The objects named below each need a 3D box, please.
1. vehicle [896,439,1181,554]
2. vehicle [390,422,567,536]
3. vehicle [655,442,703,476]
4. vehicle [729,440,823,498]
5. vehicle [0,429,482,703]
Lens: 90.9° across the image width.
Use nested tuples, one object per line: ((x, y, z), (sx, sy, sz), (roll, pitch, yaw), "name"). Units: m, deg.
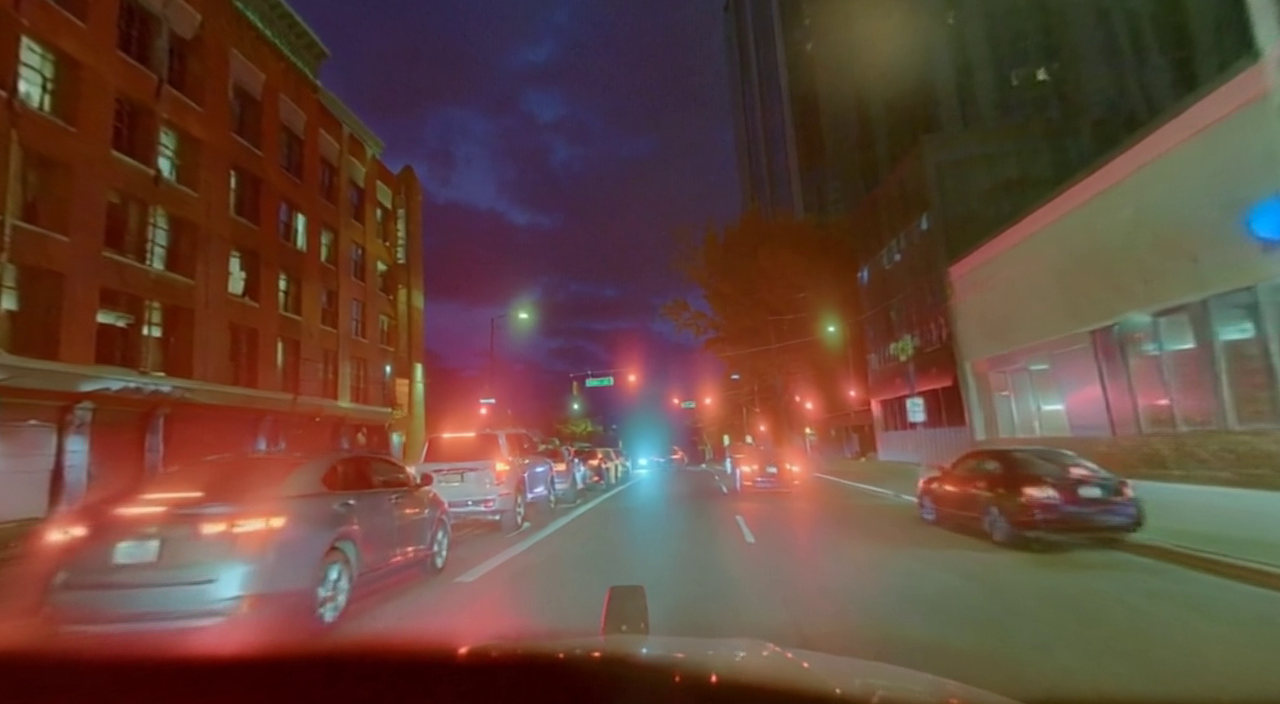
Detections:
((6.039, 2.186, 10.403), (1.956, 1.446, 4.537), (-1, -8, 4), "vehicle")
((-2.867, 2.362, 12.367), (2.043, 1.819, 4.294), (-1, -8, 4), "vehicle")
((1.909, 5.062, 30.087), (2.102, 1.521, 4.078), (-1, -8, 5), "vehicle")
((3.823, 3.341, 18.499), (2.150, 1.464, 4.467), (-1, -8, 5), "vehicle")
((-3.106, 1.513, 5.721), (2.214, 1.496, 4.648), (0, -8, -1), "vehicle")
